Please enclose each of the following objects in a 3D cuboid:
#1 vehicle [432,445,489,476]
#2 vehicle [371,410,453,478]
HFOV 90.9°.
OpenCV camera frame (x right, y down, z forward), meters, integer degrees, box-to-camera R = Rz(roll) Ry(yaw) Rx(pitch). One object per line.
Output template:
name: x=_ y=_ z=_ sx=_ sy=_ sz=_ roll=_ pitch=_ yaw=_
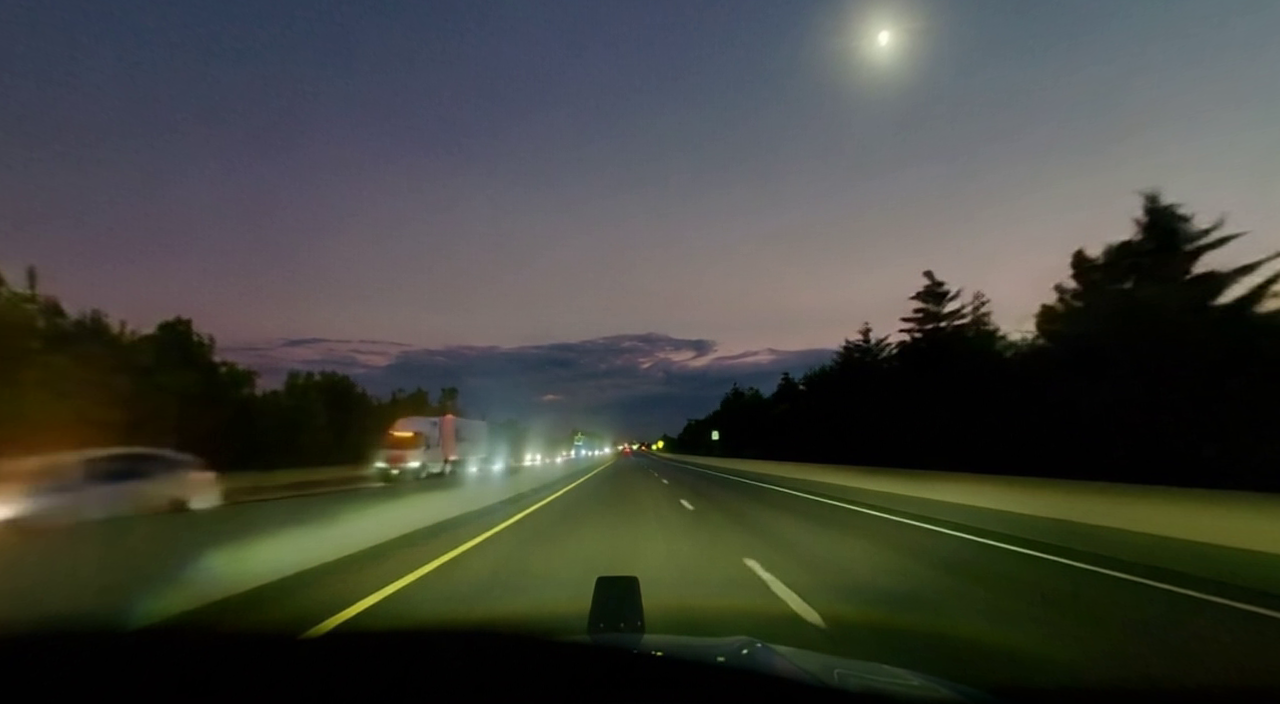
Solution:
vehicle: x=-10.111 y=6.128 z=35.776 sx=2.035 sy=1.665 sz=4.214 roll=0 pitch=-9 yaw=-1
vehicle: x=-14.574 y=5.993 z=40.881 sx=3.026 sy=4.024 sz=6.039 roll=0 pitch=-9 yaw=-1
